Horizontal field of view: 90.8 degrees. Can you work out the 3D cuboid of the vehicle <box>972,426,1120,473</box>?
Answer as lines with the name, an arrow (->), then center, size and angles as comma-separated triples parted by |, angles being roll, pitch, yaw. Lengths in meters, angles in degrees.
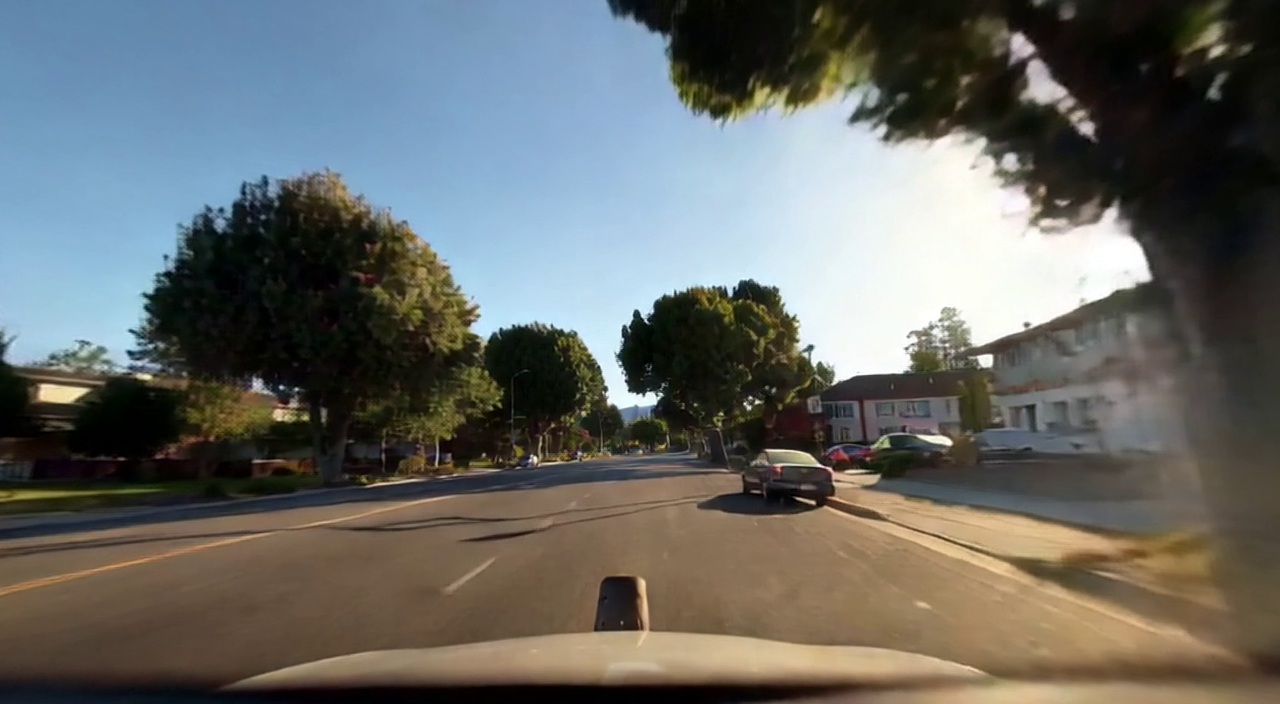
vehicle -> 15.671, 3.795, 24.637 | 4.290, 1.717, 2.013 | -1, -9, 7

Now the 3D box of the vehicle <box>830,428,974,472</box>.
vehicle -> 11.436, 4.328, 27.959 | 5.369, 1.860, 2.163 | -1, -9, 5

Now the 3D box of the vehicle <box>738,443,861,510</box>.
vehicle -> 4.014, 3.196, 16.823 | 2.080, 1.503, 4.821 | 0, -9, 1
